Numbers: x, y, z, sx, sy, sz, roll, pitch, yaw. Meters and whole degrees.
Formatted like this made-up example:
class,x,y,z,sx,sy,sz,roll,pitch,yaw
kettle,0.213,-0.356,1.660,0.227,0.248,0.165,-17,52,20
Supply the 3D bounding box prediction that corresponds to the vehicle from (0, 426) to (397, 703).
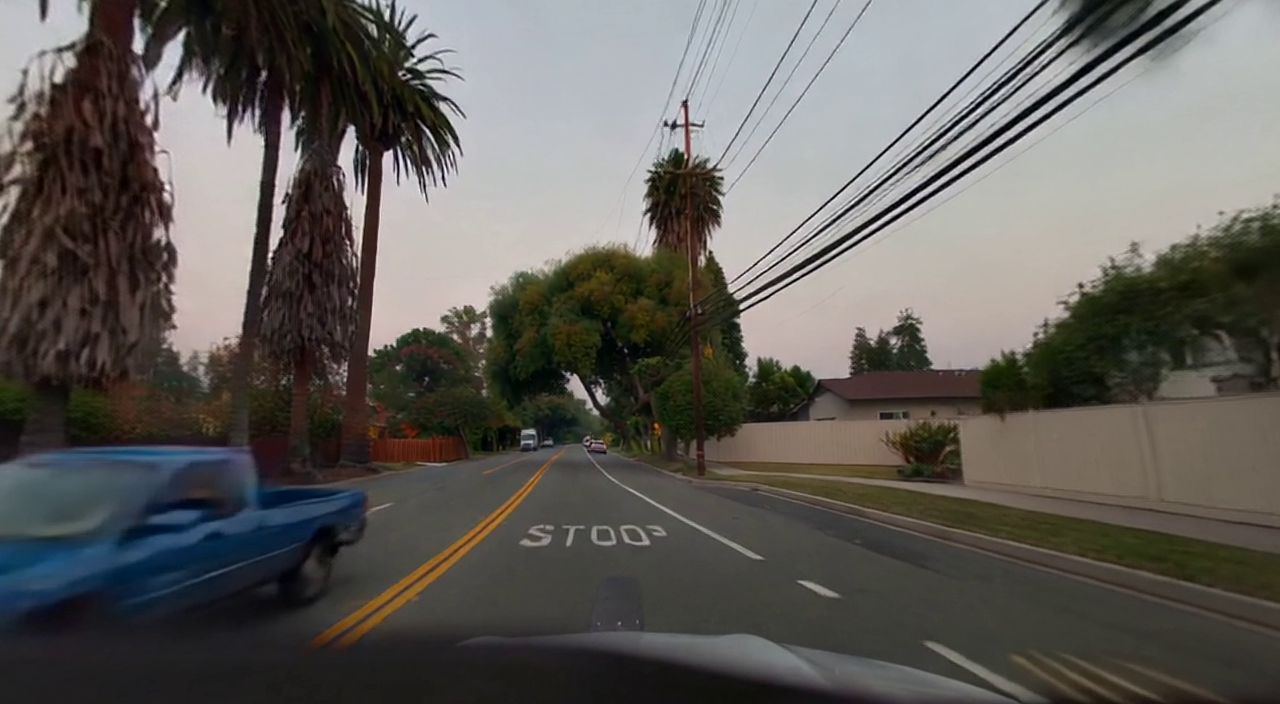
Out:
class,x,y,z,sx,sy,sz,roll,pitch,yaw
vehicle,-3.877,1.460,5.321,2.061,1.510,4.457,0,-9,-3
